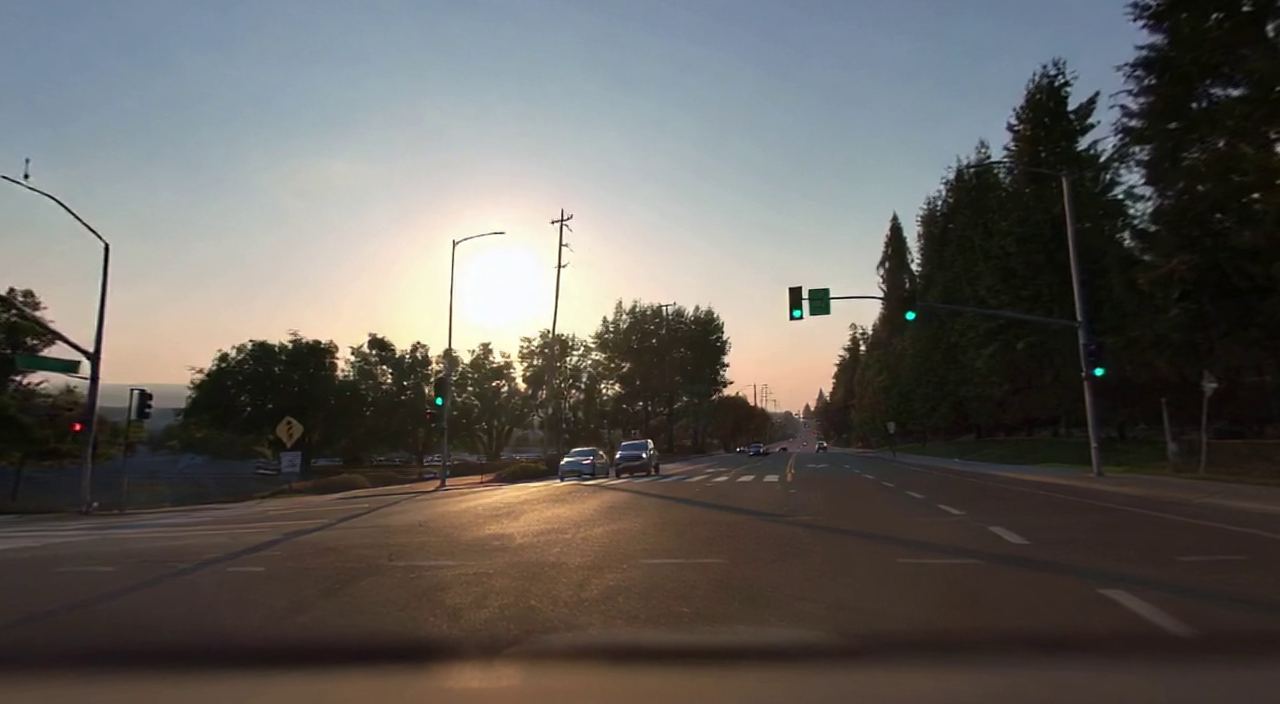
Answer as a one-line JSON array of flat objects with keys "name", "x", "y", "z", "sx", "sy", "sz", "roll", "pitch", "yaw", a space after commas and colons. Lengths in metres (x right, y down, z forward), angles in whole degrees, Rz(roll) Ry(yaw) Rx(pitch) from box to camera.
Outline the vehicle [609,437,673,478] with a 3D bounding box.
[{"name": "vehicle", "x": 0.158, "y": 4.760, "z": 28.535, "sx": 2.090, "sy": 1.697, "sz": 4.341, "roll": -2, "pitch": -9, "yaw": 11}]

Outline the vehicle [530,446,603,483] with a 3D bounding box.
[{"name": "vehicle", "x": -3.161, "y": 4.970, "z": 28.020, "sx": 2.029, "sy": 1.504, "sz": 4.293, "roll": -2, "pitch": -9, "yaw": 11}]
